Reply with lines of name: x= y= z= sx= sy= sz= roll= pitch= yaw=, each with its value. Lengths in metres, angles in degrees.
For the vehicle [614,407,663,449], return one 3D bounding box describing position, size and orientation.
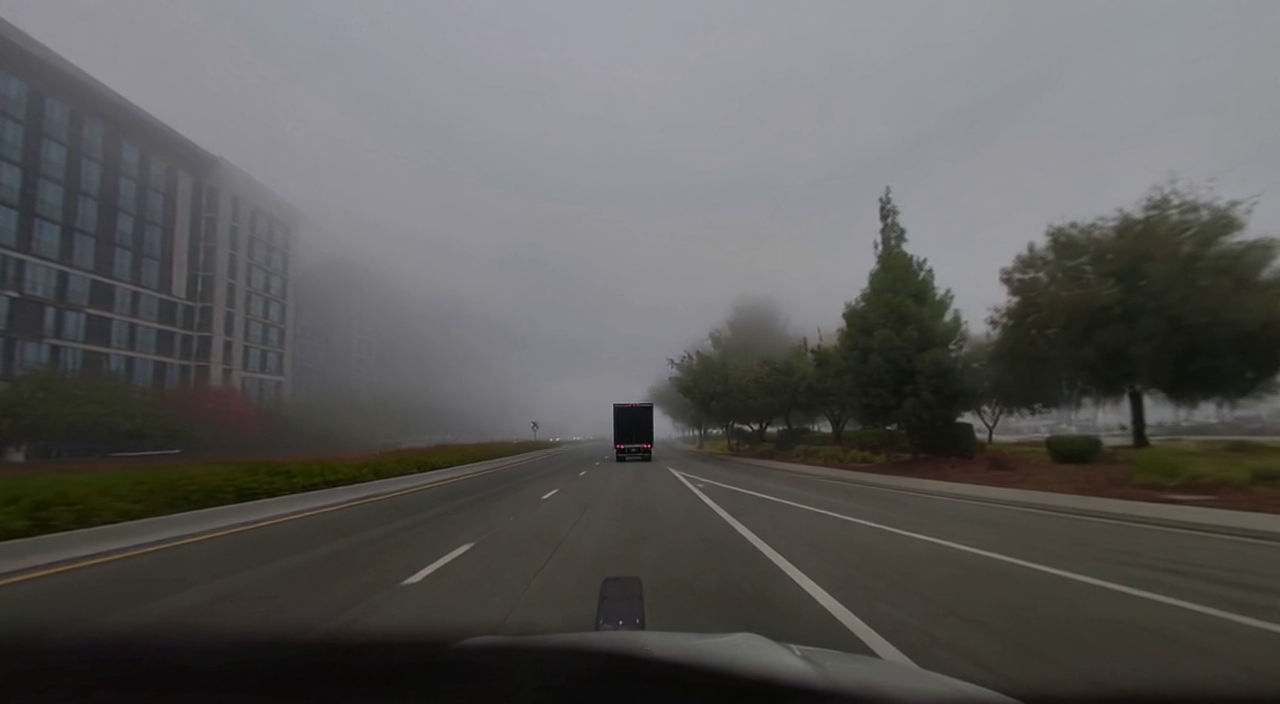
vehicle: x=-0.175 y=3.743 z=30.488 sx=2.178 sy=1.829 sz=4.932 roll=0 pitch=-9 yaw=-2
